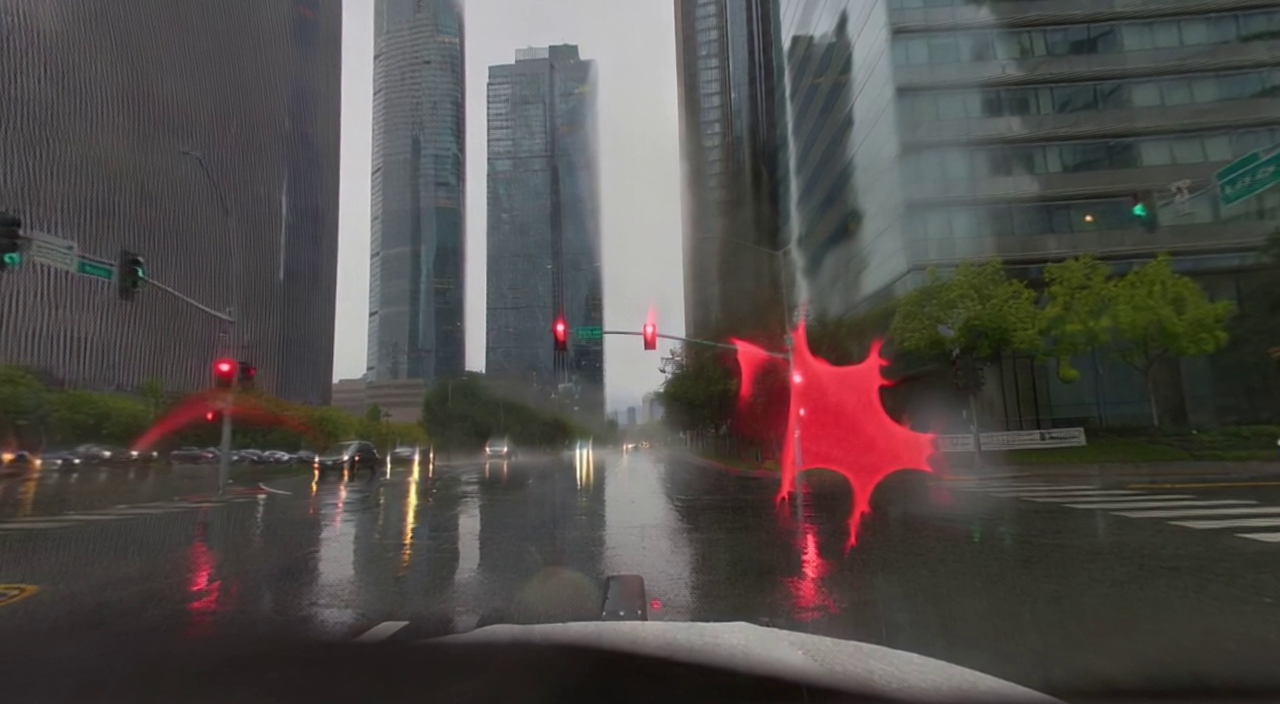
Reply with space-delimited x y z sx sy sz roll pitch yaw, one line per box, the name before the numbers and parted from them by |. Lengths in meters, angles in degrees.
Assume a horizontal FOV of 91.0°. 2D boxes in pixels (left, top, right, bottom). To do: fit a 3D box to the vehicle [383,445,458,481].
vehicle | -11.672 5.933 33.939 2.069 1.771 4.947 0 -9 3
